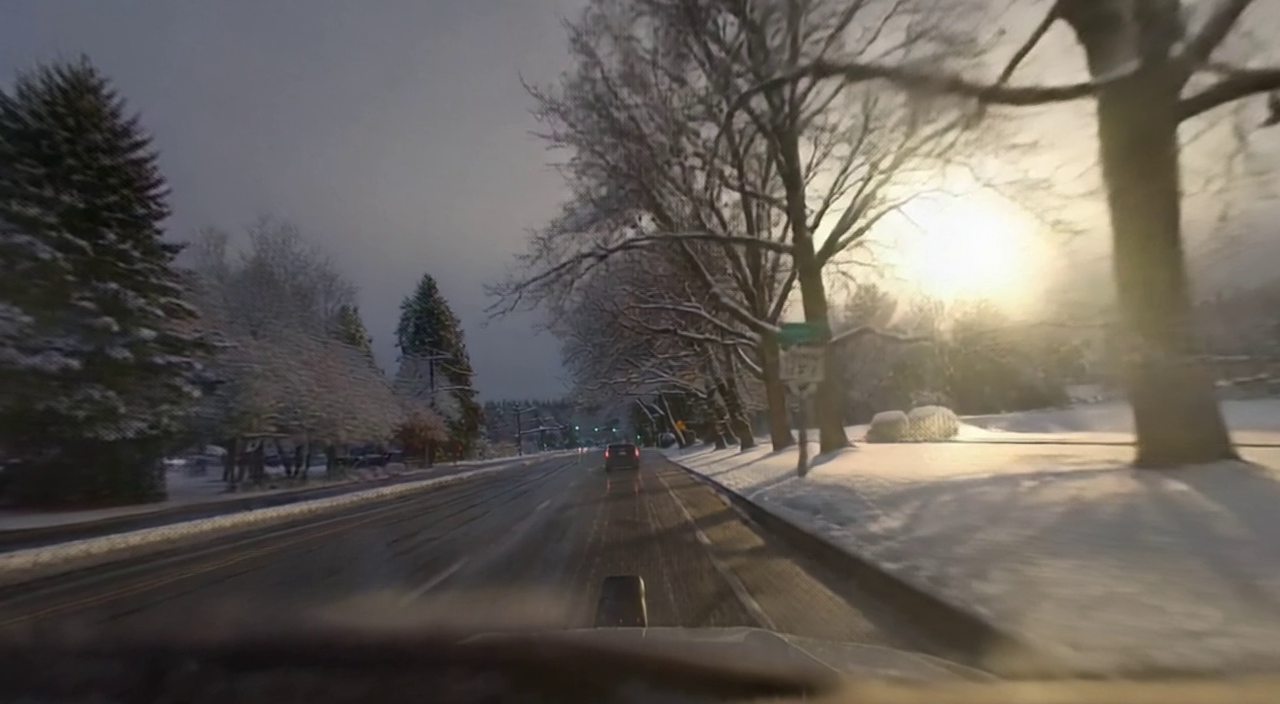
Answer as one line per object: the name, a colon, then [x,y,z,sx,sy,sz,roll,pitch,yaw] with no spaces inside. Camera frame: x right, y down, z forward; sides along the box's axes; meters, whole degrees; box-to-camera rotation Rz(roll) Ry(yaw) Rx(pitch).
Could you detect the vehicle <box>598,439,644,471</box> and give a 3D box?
vehicle: [-0.864,5.112,31.685,2.111,1.466,4.223,-1,-8,1]
